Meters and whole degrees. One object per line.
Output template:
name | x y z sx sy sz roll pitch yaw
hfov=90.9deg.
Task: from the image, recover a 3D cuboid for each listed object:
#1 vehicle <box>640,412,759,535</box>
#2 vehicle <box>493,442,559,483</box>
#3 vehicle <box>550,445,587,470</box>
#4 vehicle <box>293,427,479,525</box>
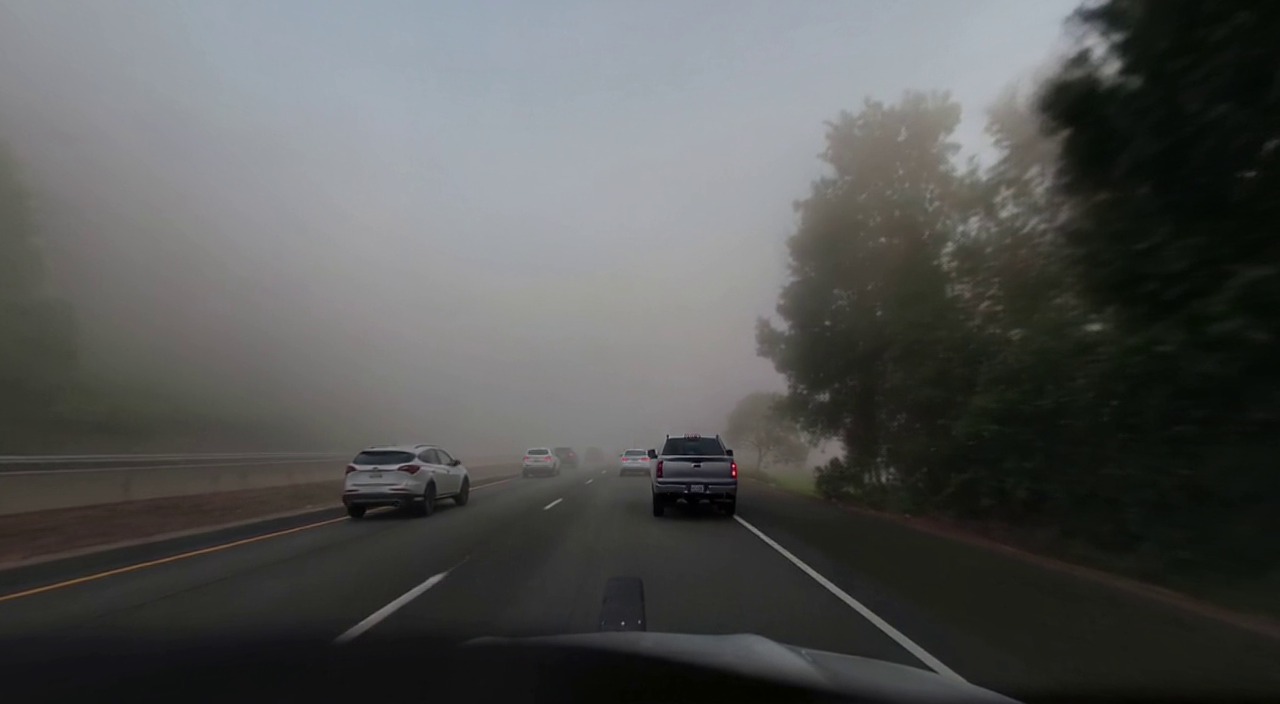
vehicle | 0.933 2.214 11.957 1.825 1.920 3.960 0 -9 -1
vehicle | -4.559 4.468 25.752 1.867 1.489 3.829 0 -9 1
vehicle | -4.551 6.749 40.598 1.855 1.527 4.209 0 -9 1
vehicle | -4.859 2.423 12.829 1.934 1.642 4.201 0 -9 1
